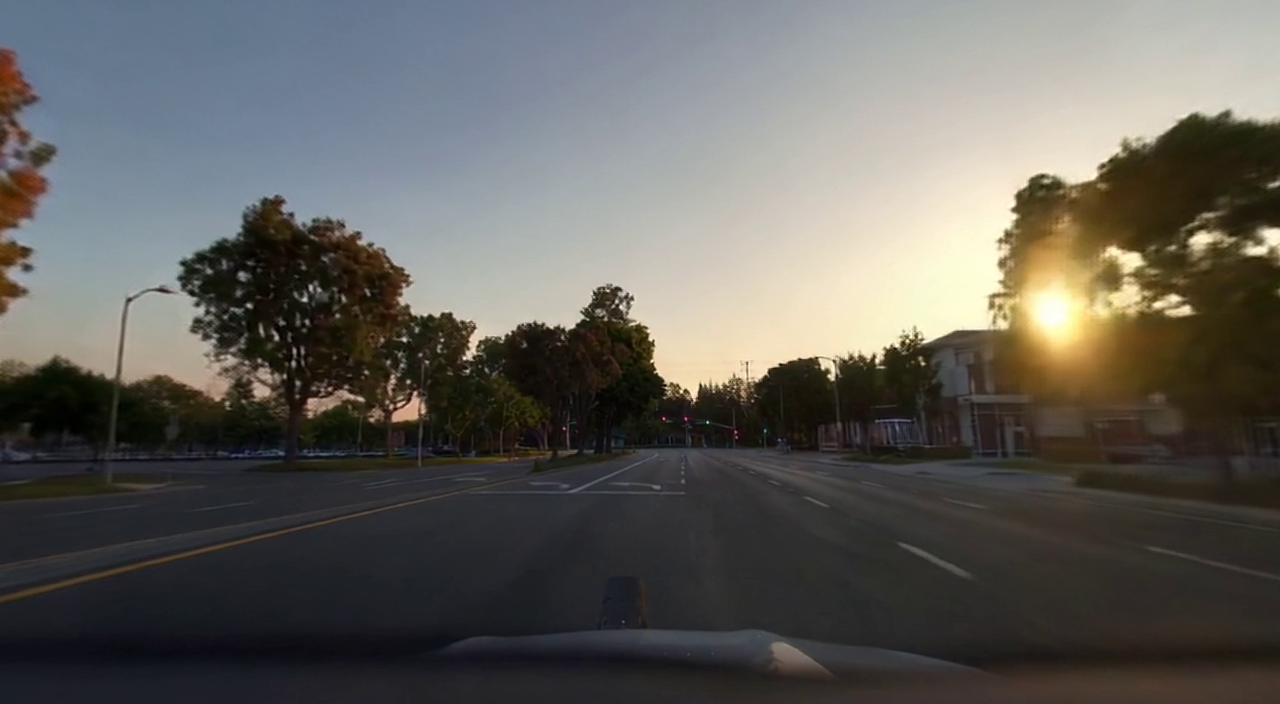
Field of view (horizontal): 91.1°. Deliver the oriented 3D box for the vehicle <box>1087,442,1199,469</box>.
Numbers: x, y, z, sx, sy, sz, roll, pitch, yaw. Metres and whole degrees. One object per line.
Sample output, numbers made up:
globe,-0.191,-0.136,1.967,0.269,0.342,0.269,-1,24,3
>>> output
vehicle,27.971,5.748,35.046,4.440,1.378,1.936,0,-7,6
